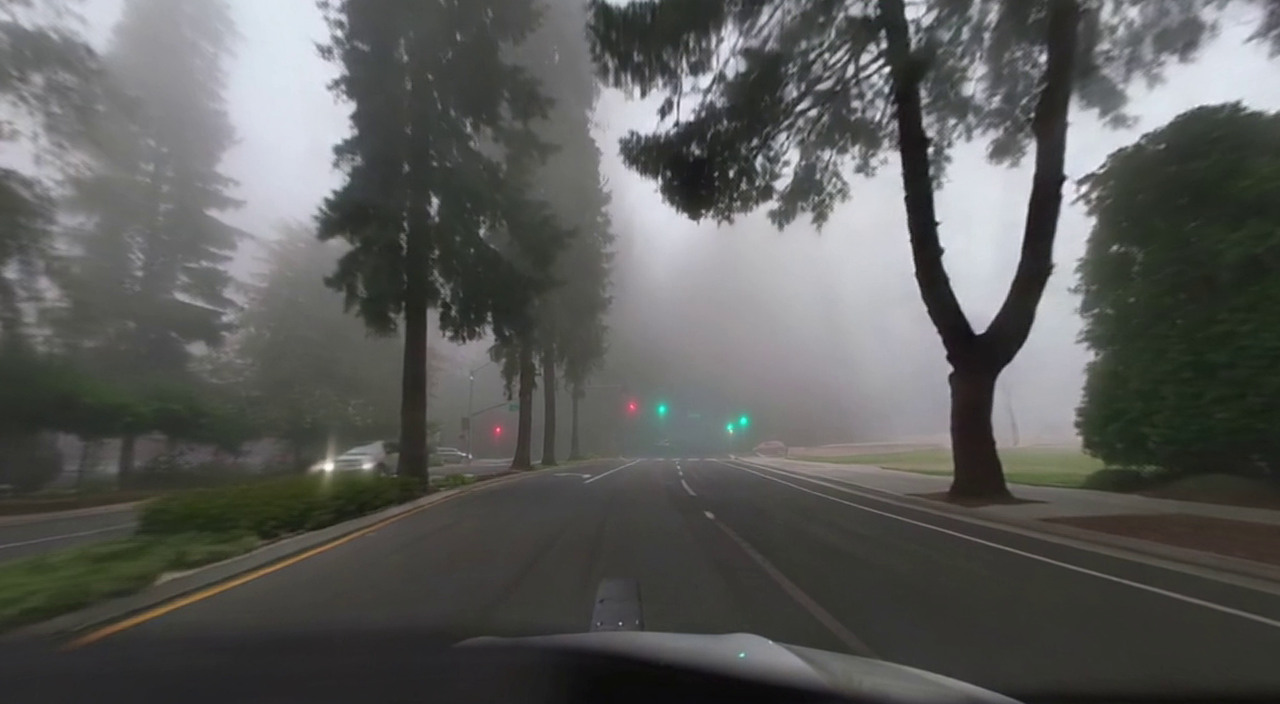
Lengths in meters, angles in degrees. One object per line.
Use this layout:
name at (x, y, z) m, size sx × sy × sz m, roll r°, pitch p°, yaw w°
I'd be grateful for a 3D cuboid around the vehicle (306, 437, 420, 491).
vehicle at (-11.220, 4.564, 26.142) m, size 2.174 × 1.855 × 5.452 m, roll -3°, pitch -9°, yaw 1°
